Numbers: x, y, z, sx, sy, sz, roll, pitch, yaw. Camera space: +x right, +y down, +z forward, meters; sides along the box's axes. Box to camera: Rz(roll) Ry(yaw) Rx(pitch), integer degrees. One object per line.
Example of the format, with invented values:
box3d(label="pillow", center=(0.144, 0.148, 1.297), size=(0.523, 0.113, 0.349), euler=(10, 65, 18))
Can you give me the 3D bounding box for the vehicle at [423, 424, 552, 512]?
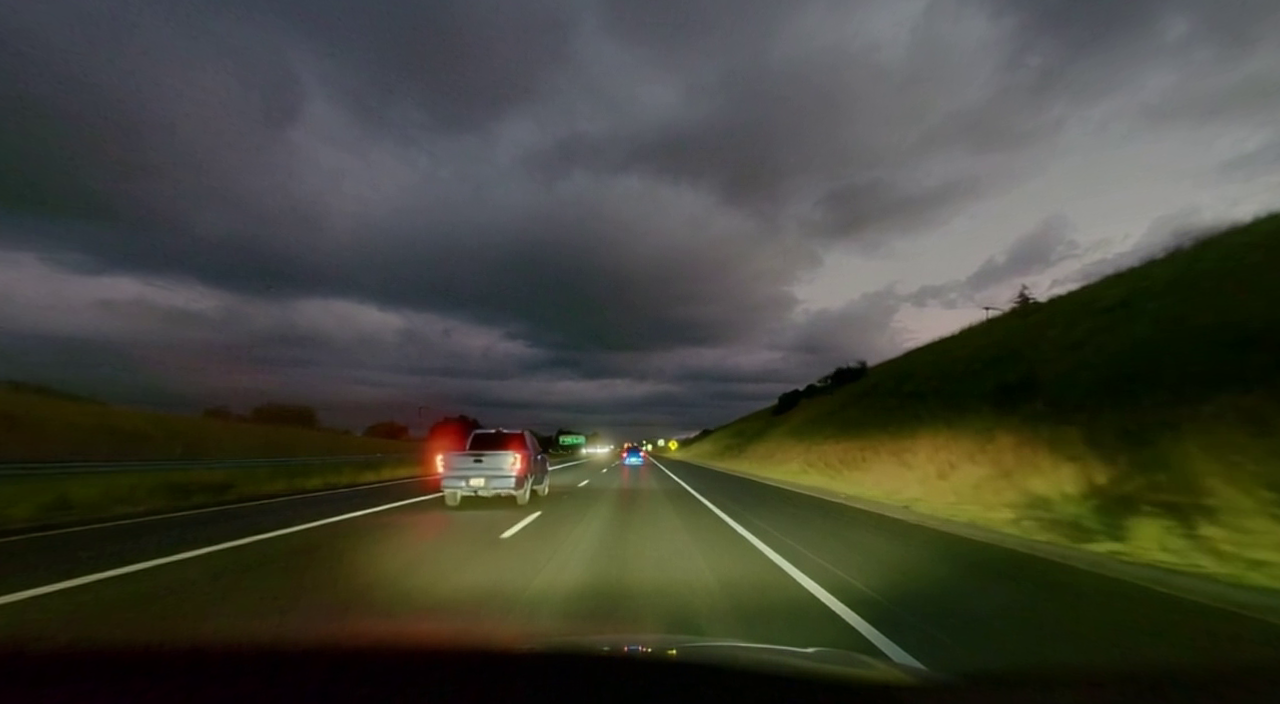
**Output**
box3d(label="vehicle", center=(-3.567, 2.825, 15.807), size=(1.942, 1.828, 4.868), euler=(0, -9, 1))
